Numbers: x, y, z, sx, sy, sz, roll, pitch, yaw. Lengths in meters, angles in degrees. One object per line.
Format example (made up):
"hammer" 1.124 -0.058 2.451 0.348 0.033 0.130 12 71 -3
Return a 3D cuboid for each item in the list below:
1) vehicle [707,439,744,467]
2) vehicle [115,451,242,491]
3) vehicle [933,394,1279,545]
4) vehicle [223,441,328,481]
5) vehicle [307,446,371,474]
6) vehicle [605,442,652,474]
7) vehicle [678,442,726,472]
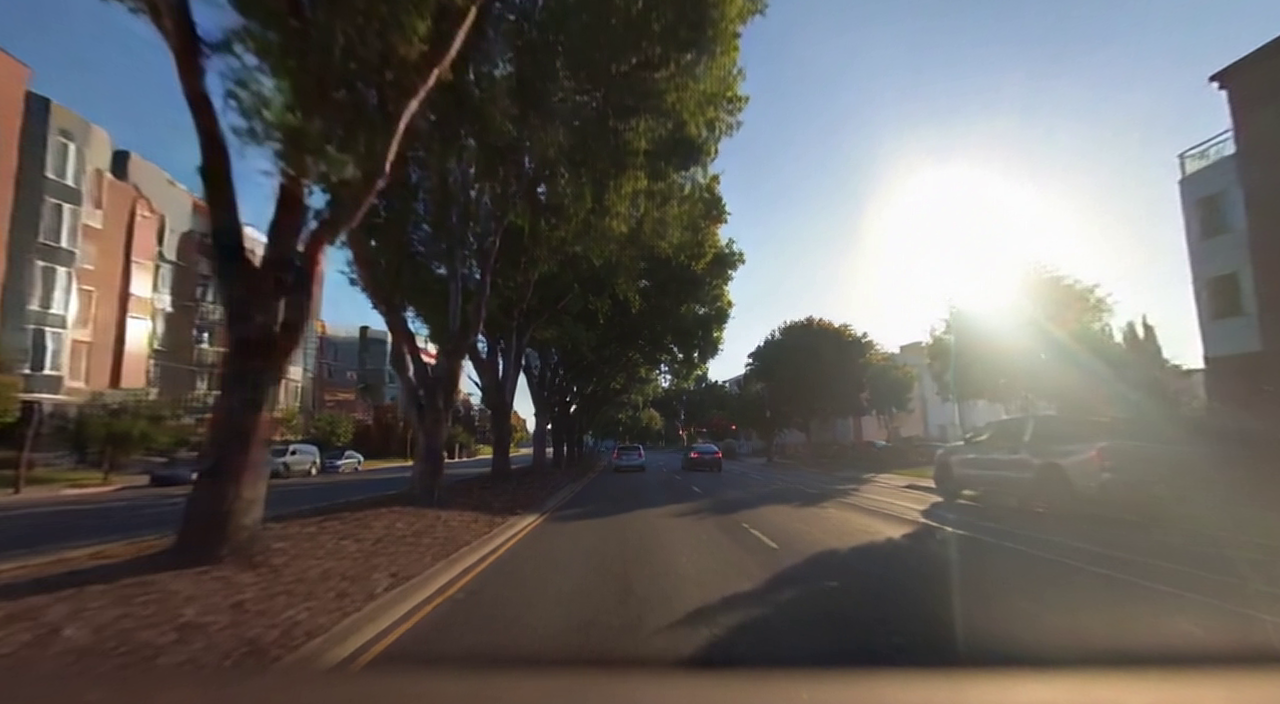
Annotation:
"vehicle" 6.437 7.686 48.297 2.052 1.990 4.736 0 -8 -2
"vehicle" -19.425 4.981 26.915 1.874 1.483 4.742 0 -8 0
"vehicle" 10.261 2.609 14.930 3.082 2.655 7.381 0 -8 0
"vehicle" -19.336 5.775 33.890 2.241 1.891 5.637 0 -8 0
"vehicle" -19.528 7.027 41.221 2.019 1.687 4.484 0 -8 -2
"vehicle" -0.572 5.061 30.439 2.101 1.444 4.248 0 -8 -1
"vehicle" 3.238 5.614 33.910 1.993 1.477 4.240 0 -8 -3
